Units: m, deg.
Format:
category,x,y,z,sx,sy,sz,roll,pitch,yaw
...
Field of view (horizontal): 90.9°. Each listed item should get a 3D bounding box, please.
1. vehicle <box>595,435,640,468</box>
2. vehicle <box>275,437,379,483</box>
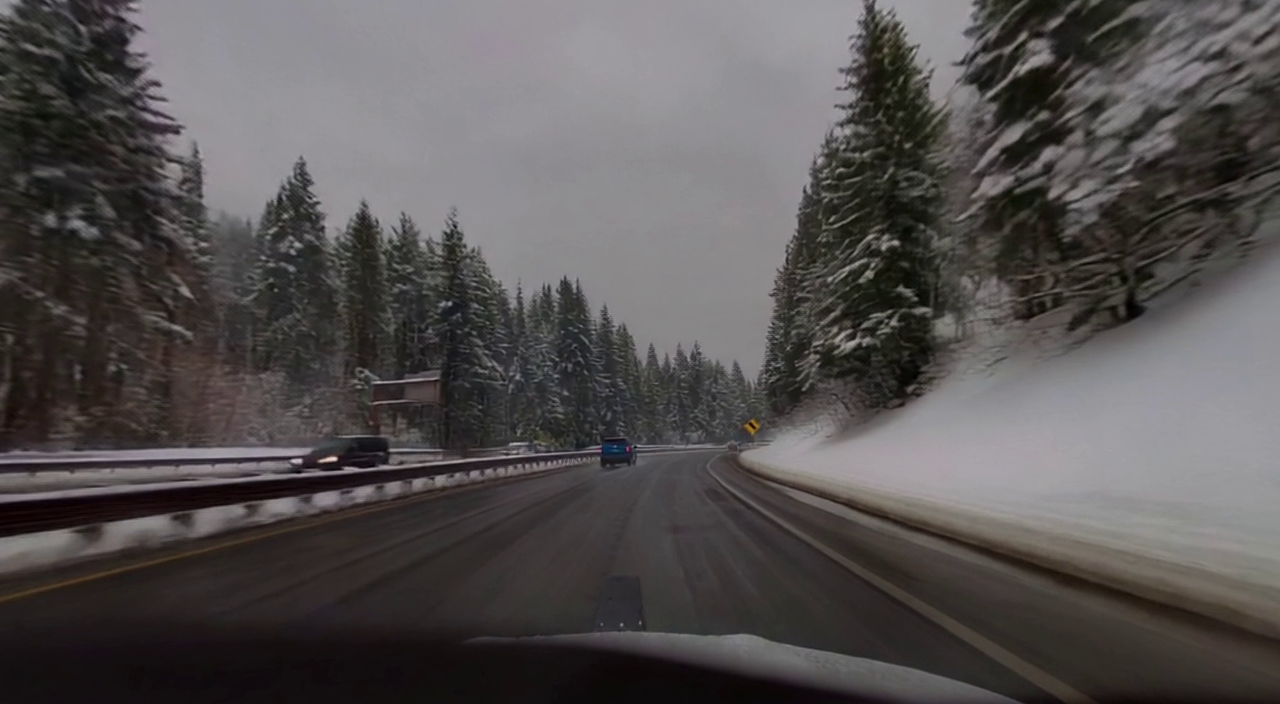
category,x,y,z,sx,sy,sz,roll,pitch,yaw
vehicle,-1.229,5.725,36.501,2.005,1.752,4.479,-1,-8,5
vehicle,-15.387,5.306,31.426,2.197,2.087,5.089,-1,-8,6
